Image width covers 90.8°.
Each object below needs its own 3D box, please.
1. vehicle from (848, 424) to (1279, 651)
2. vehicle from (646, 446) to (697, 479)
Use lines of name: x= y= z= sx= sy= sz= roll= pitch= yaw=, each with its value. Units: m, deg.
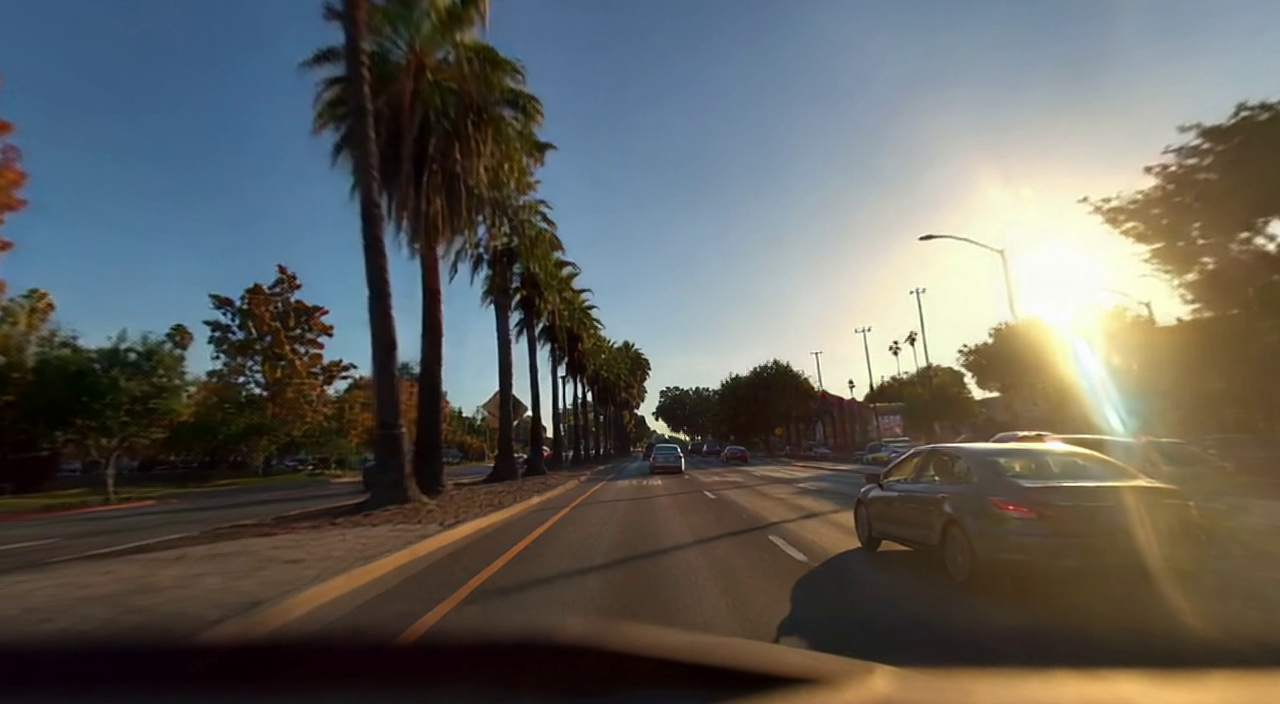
vehicle: x=3.827 y=1.538 z=6.397 sx=1.875 sy=1.452 sz=4.453 roll=0 pitch=-8 yaw=-1
vehicle: x=1.410 y=5.210 z=30.138 sx=2.031 sy=1.444 sz=4.361 roll=0 pitch=-8 yaw=-3
